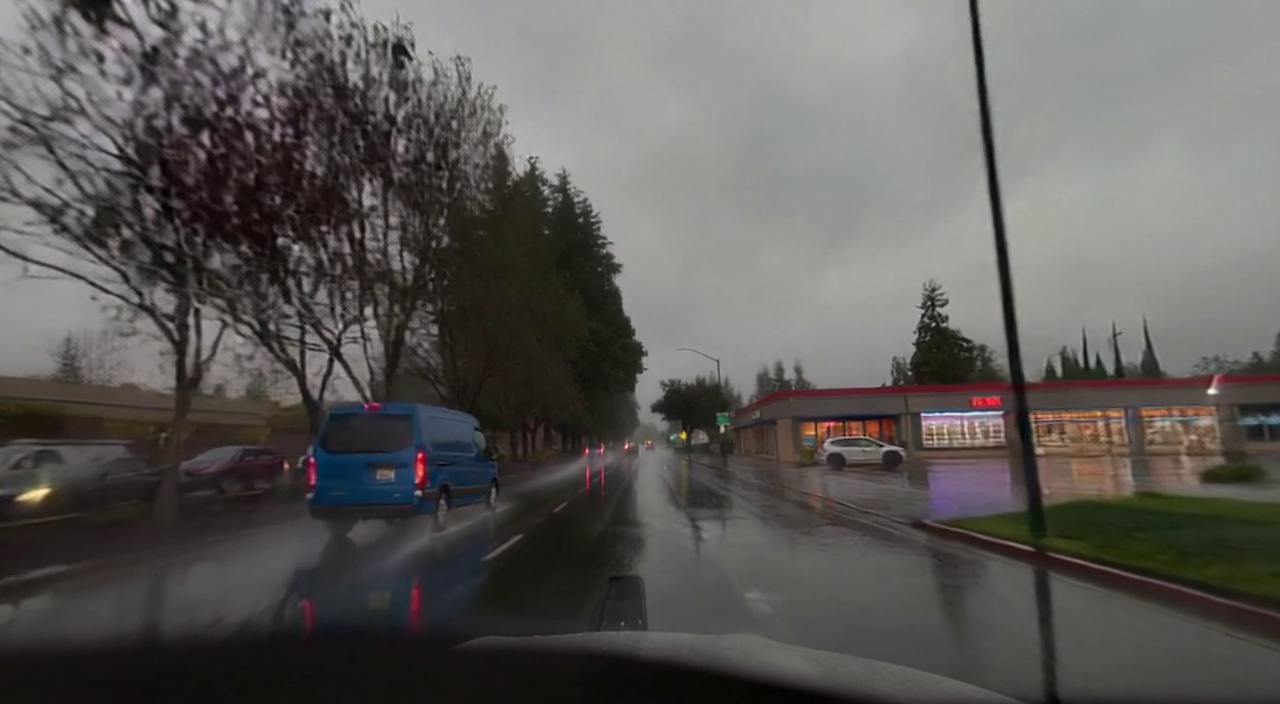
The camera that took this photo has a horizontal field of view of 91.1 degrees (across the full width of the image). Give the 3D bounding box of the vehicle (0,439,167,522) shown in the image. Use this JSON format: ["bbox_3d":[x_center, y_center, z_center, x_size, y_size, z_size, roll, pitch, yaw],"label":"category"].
[{"bbox_3d":[-15.296,3.222,16.449,1.936,1.813,4.921,-1,-8,0],"label":"vehicle"}]

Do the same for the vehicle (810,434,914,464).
[{"bbox_3d":[11.370,4.980,32.355,4.607,1.471,1.982,0,-8,0],"label":"vehicle"}]

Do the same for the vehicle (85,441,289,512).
[{"bbox_3d":[-12.156,3.315,17.408,2.024,1.656,4.837,0,-8,0],"label":"vehicle"}]

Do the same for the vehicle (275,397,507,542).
[{"bbox_3d":[-3.986,1.992,11.253,2.152,1.987,4.952,0,-8,-1],"label":"vehicle"}]
